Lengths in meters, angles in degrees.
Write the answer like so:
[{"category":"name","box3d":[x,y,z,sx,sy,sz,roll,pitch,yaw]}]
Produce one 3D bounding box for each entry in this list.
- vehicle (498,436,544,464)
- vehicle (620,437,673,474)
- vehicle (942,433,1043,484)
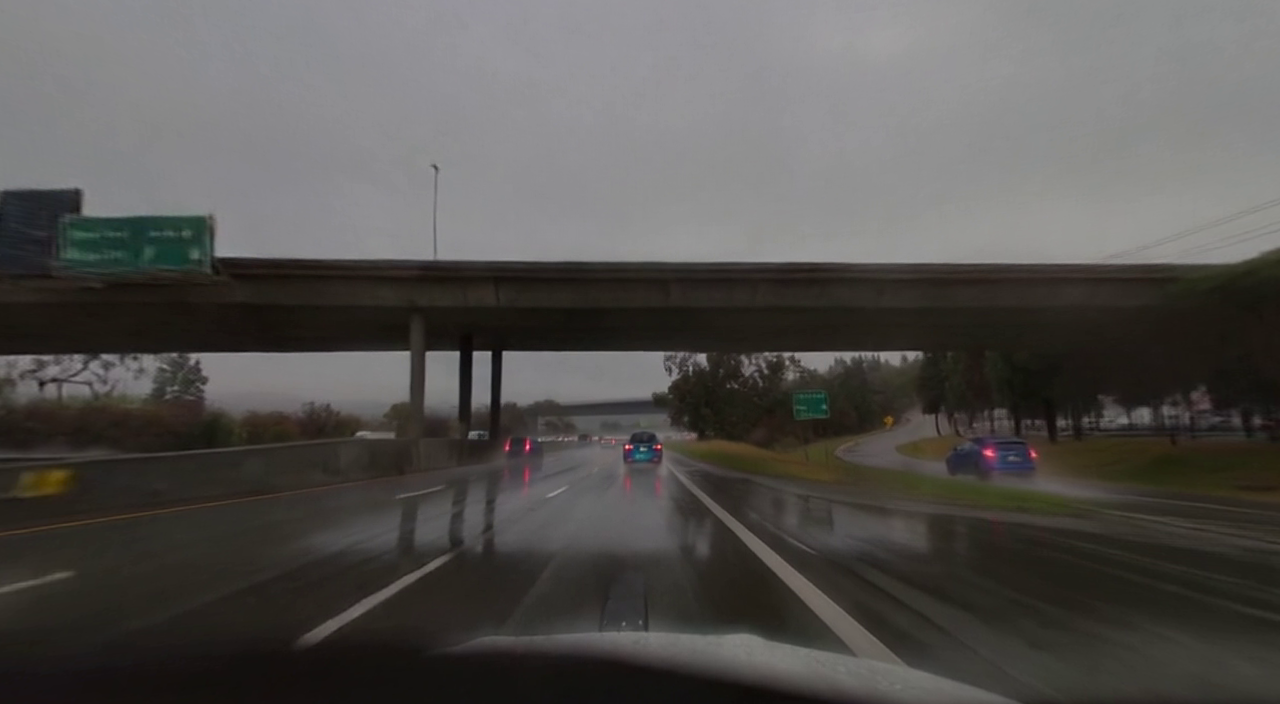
[{"category":"vehicle","box3d":[-7.716,6.412,41.380,2.067,1.682,4.388,0,-8,1]},{"category":"vehicle","box3d":[0.231,4.486,27.556,2.145,1.493,4.146,1,-8,-1]},{"category":"vehicle","box3d":[13.938,4.199,25.259,2.095,1.674,4.530,3,-8,10]}]
